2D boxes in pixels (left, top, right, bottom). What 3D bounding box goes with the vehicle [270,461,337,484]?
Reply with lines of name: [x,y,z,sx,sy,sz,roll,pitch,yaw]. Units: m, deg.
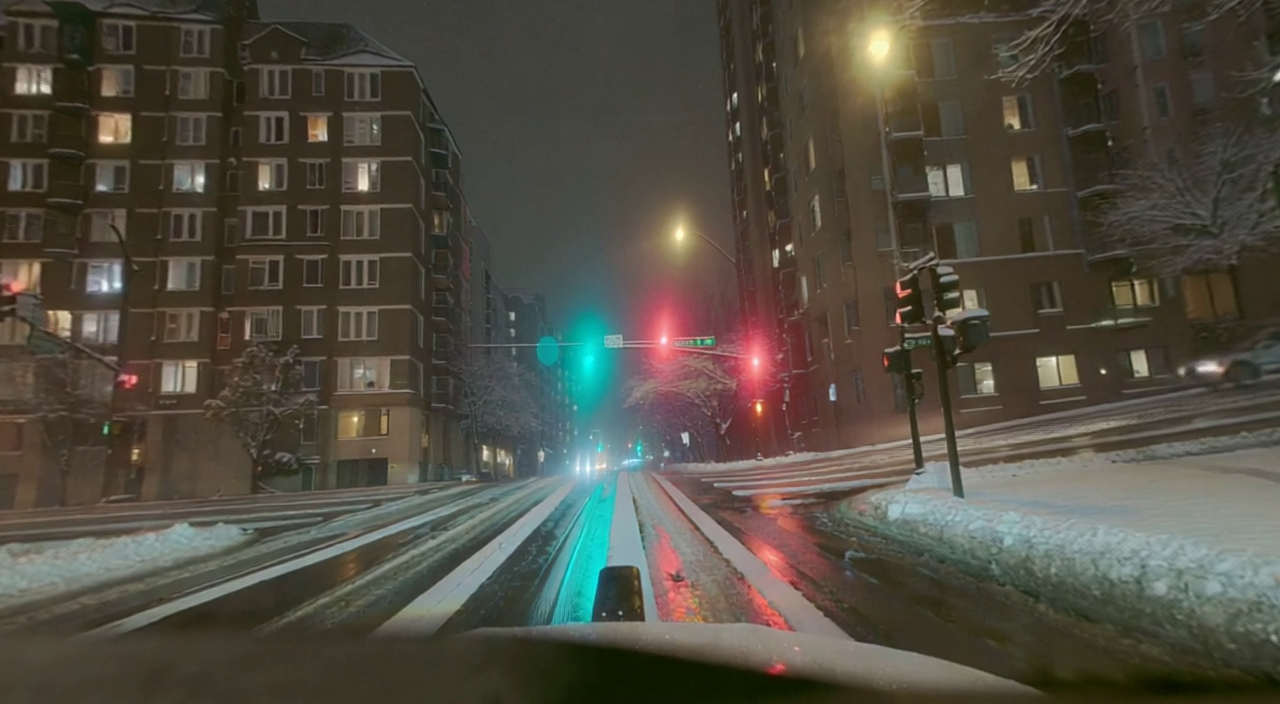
vehicle: [-24.686,8.830,46.290,3.882,1.600,1.768,0,-9,2]

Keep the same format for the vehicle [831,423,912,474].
vehicle: [14.979,6.343,41.420,2.948,3.071,7.295,0,-9,4]
